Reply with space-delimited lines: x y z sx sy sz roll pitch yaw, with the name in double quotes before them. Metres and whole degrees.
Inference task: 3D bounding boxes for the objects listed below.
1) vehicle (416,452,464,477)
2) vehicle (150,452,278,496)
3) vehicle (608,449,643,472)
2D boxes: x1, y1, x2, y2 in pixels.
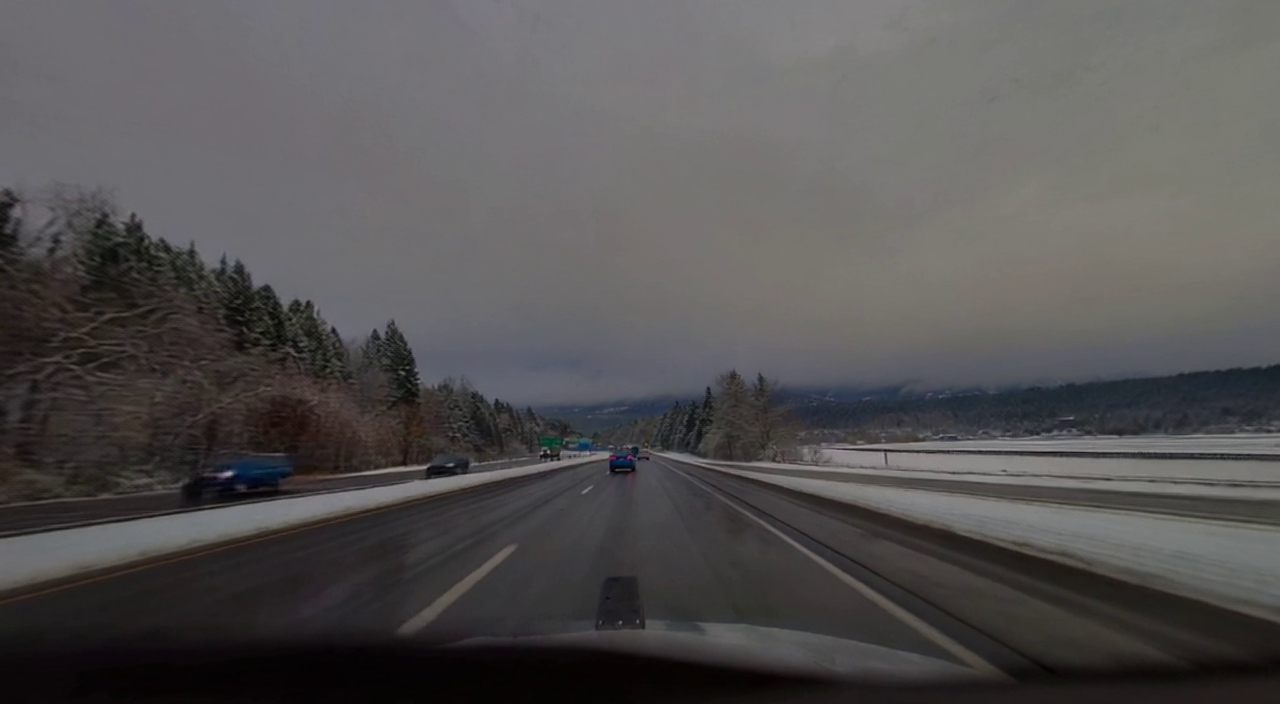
"vehicle" -12.775 7.183 40.487 1.893 1.485 4.002 0 -9 -2
"vehicle" -15.868 4.532 23.829 1.841 1.481 4.240 0 -9 0
"vehicle" -0.924 7.332 43.009 2.170 1.451 4.584 0 -9 1
